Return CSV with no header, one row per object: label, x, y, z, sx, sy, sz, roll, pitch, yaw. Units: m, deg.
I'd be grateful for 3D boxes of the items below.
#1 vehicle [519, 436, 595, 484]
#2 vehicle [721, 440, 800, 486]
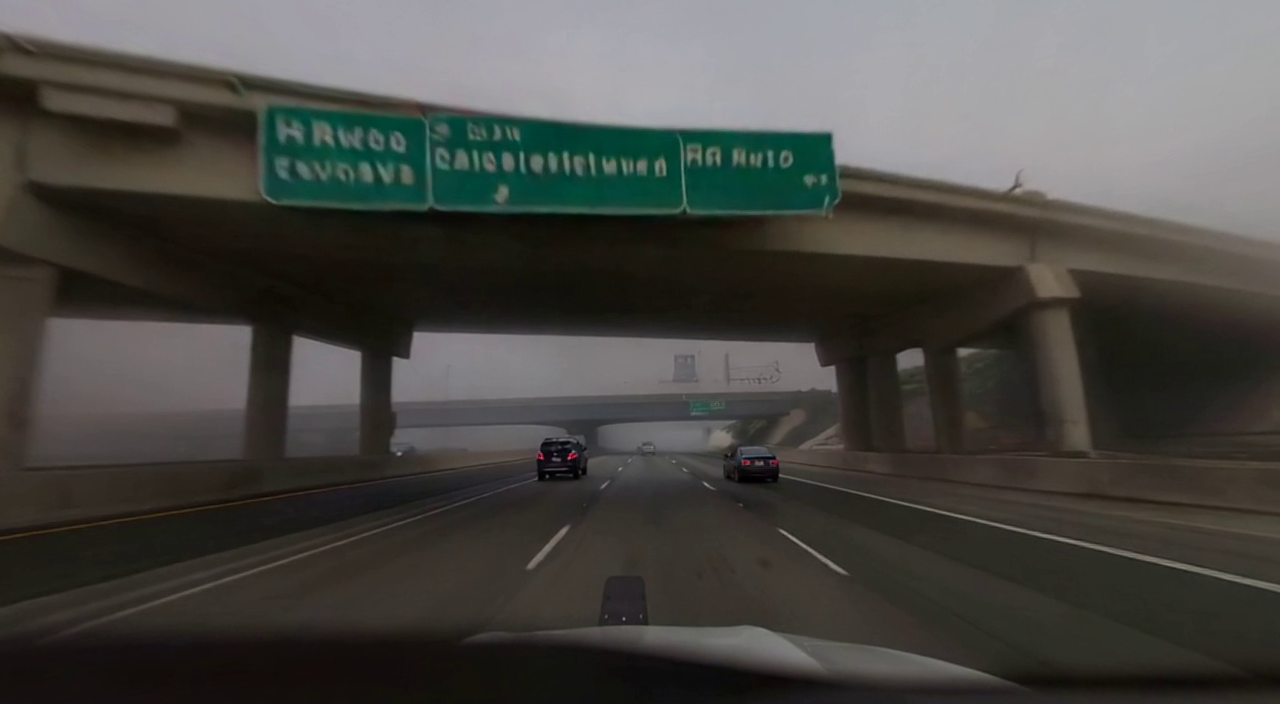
vehicle,-3.183,4.287,25.387,2.259,1.706,4.924,0,-8,2
vehicle,4.171,3.901,22.537,1.908,1.483,4.259,0,-8,-1
